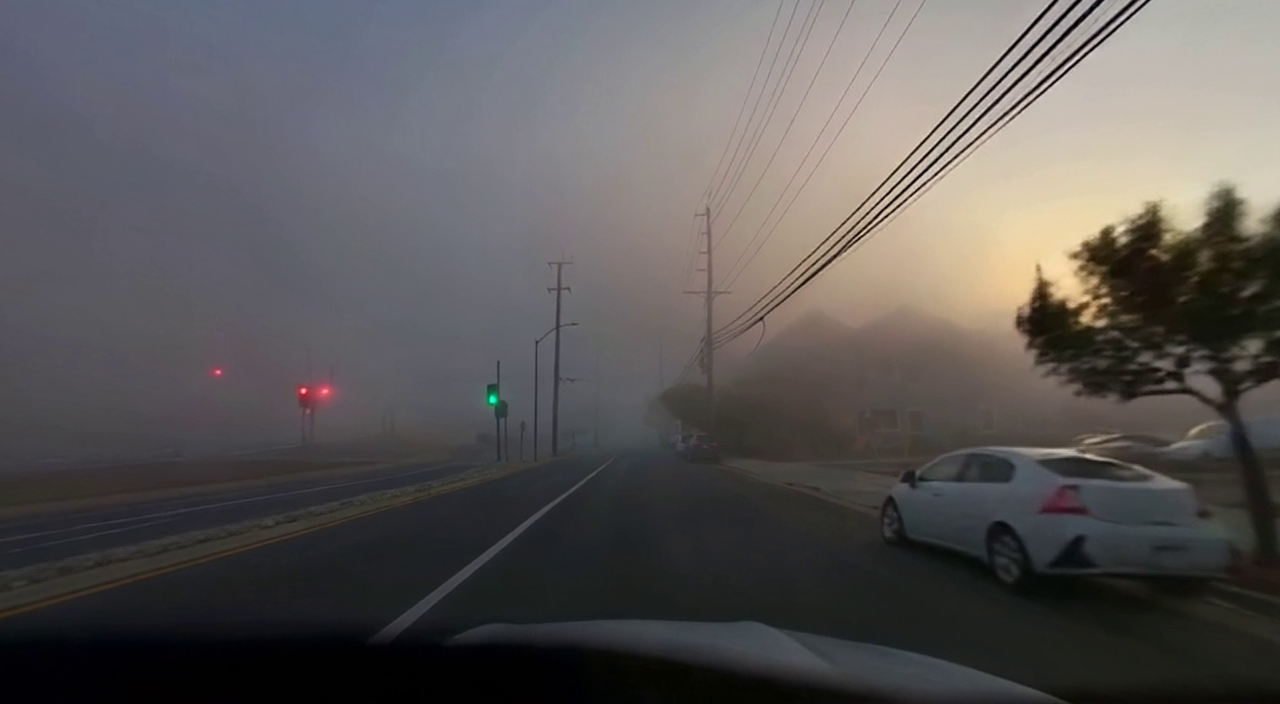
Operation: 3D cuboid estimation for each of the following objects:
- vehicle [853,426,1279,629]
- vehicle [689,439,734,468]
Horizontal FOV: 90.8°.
[{"bbox_3d":[4.091,1.585,6.842,1.994,1.422,4.595,0,-8,0],"label":"vehicle"},{"bbox_3d":[3.831,5.553,34.764,1.785,1.441,4.458,0,-8,-2],"label":"vehicle"}]
